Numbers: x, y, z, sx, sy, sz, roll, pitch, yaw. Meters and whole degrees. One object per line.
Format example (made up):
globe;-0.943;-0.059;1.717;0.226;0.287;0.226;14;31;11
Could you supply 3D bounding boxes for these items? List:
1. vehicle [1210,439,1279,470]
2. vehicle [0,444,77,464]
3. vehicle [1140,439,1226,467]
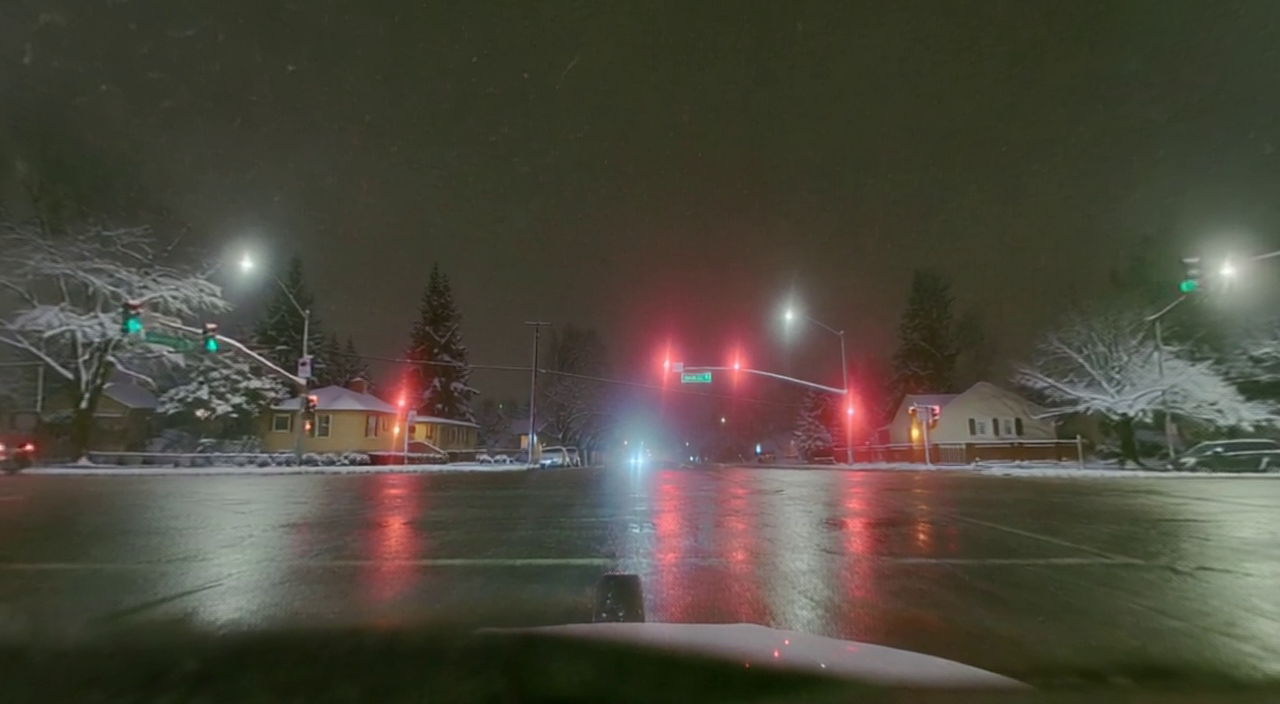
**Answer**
vehicle;37.603;6.148;38.009;1.915;1.773;4.499;1;-9;-9
vehicle;-44.257;7.490;46.479;3.949;1.422;1.744;0;-9;2
vehicle;36.794;6.852;42.981;1.853;1.723;4.460;0;-9;0
